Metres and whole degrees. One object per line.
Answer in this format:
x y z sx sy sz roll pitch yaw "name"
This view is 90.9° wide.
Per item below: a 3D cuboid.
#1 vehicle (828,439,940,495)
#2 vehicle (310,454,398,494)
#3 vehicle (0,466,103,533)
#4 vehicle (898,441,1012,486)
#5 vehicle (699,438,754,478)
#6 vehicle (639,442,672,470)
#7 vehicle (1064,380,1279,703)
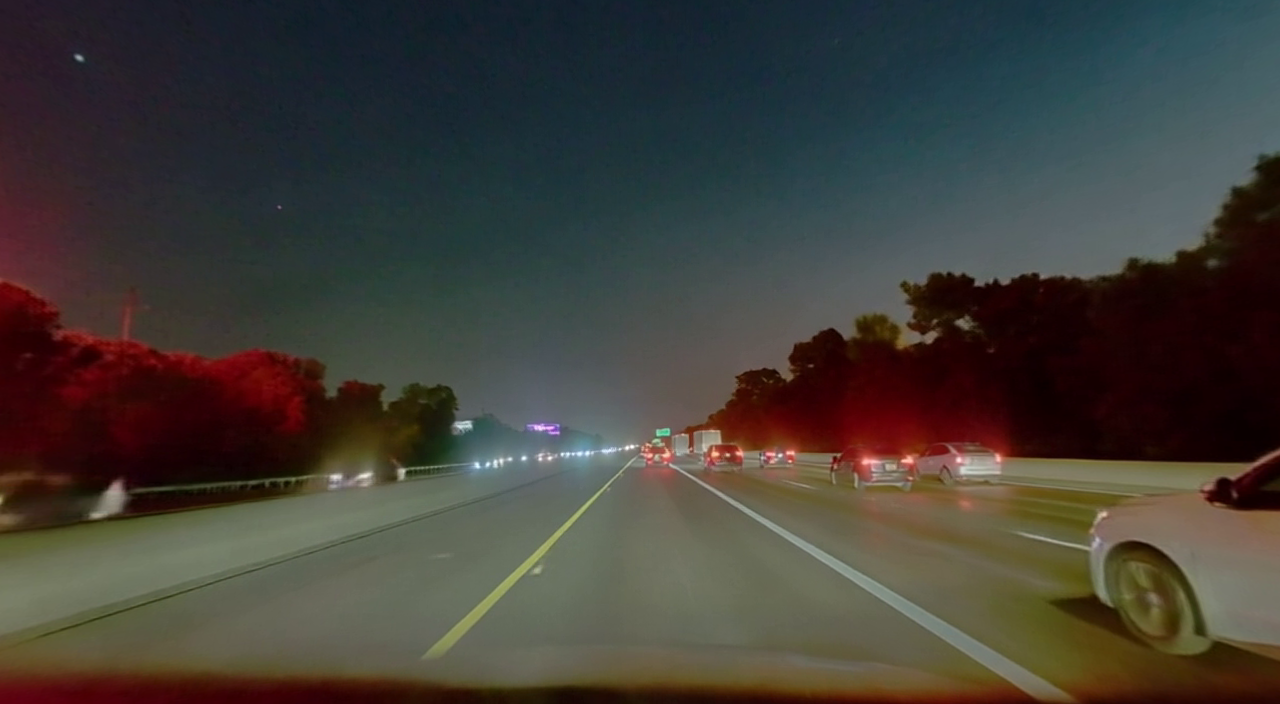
7.608 3.588 20.170 1.807 1.558 4.352 0 -8 0 "vehicle"
-13.081 5.566 29.181 1.864 1.587 4.549 -1 -8 1 "vehicle"
-16.880 3.802 16.144 1.975 1.530 4.866 -1 -8 0 "vehicle"
12.048 4.255 24.553 1.941 1.539 4.834 0 -8 0 "vehicle"
4.362 5.413 32.491 2.075 1.845 4.667 0 -8 -1 "vehicle"
1.052 7.242 44.242 2.145 1.832 4.004 0 -8 0 "vehicle"
3.839 0.809 1.960 1.989 1.609 4.355 0 -8 0 "vehicle"
